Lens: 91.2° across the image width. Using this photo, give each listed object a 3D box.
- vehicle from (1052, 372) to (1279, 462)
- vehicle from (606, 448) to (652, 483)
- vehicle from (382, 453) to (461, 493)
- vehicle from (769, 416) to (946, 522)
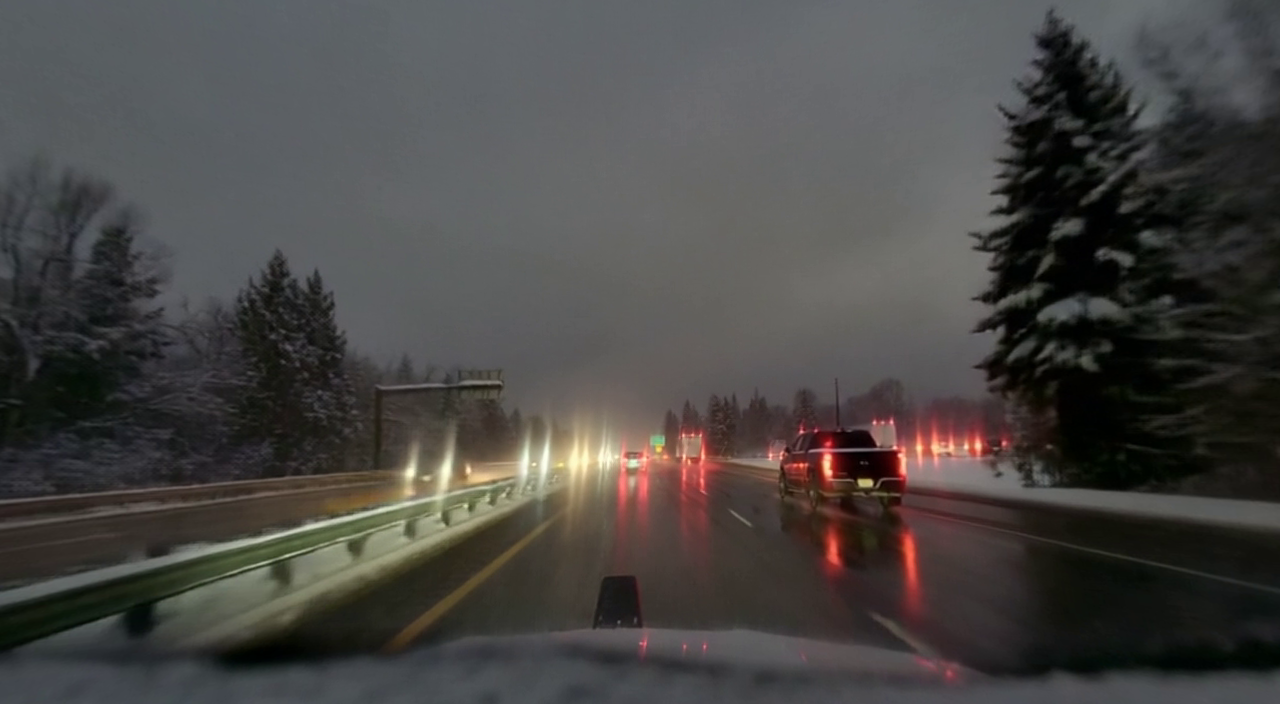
[{"bbox_3d":[28.664,3.959,34.805,2.909,3.998,13.523,-1,-9,3],"label":"vehicle"},{"bbox_3d":[-0.467,5.309,29.602,2.029,1.483,3.769,0,-9,1],"label":"vehicle"},{"bbox_3d":[-9.489,5.248,27.549,1.877,1.597,4.092,-1,-9,2],"label":"vehicle"},{"bbox_3d":[4.590,2.574,14.236,2.261,1.952,4.784,0,-9,0],"label":"vehicle"}]
